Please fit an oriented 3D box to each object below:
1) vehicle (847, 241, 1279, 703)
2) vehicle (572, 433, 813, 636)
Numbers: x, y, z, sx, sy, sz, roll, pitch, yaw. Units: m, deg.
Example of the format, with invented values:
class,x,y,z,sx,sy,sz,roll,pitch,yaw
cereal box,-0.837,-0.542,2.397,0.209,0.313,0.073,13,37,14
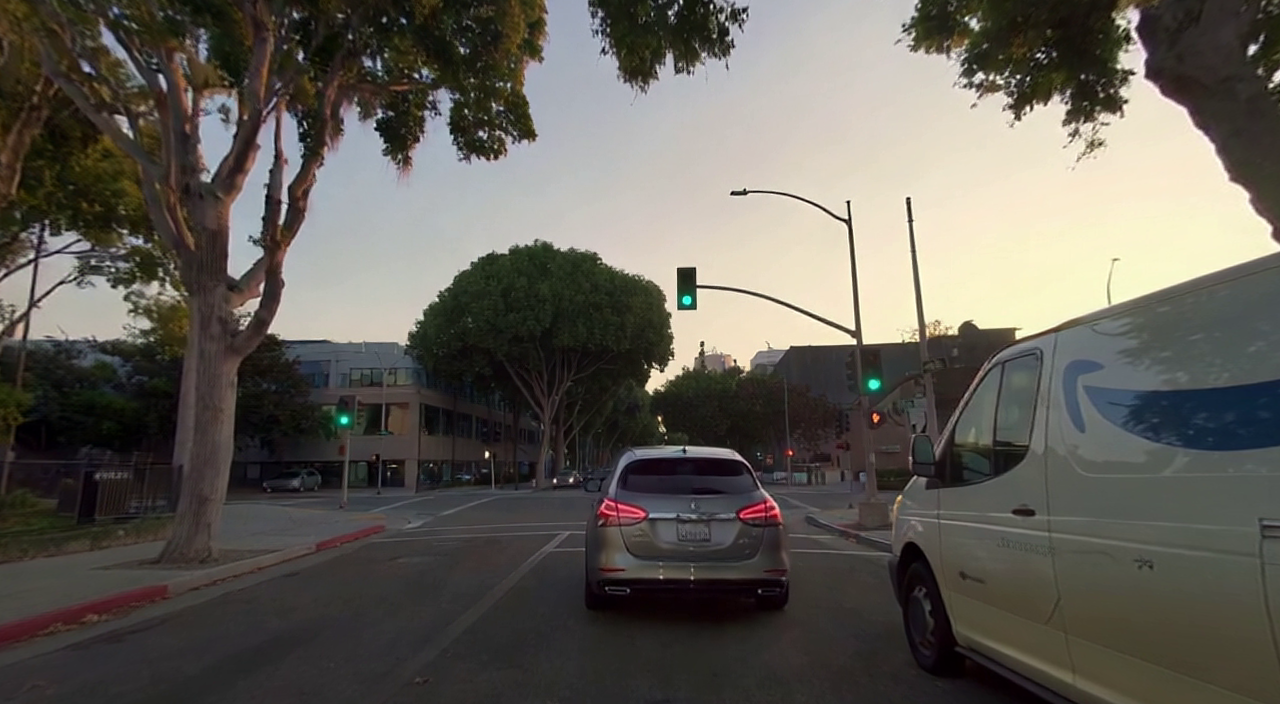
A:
class,x,y,z,sx,sy,sz,roll,pitch,yaw
vehicle,2.856,0.879,2.831,2.054,1.965,5.248,1,-11,0
vehicle,0.367,1.832,7.027,1.961,1.629,3.610,1,-11,-2
